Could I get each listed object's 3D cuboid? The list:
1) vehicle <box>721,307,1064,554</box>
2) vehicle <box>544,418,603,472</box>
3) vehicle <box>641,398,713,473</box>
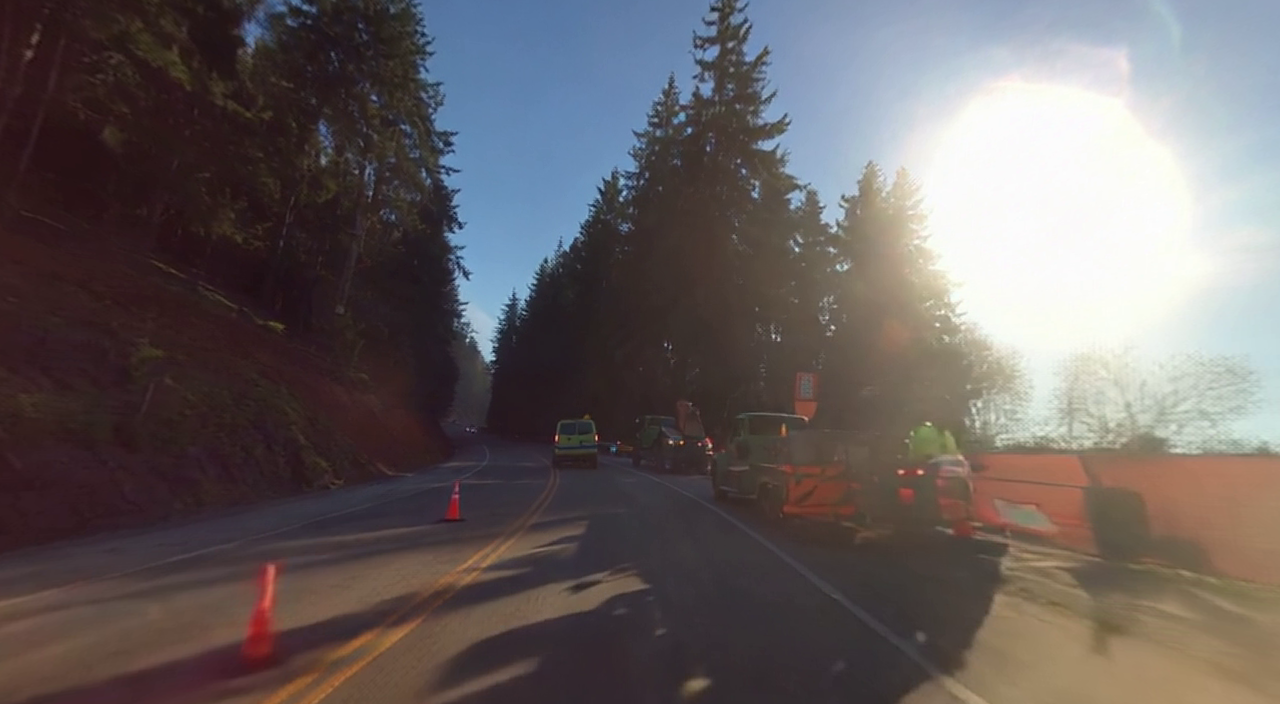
[{"bbox_3d":[3.928,1.589,12.803,3.126,3.310,8.534,0,-8,-2],"label":"vehicle"},{"bbox_3d":[-3.149,4.243,28.901,2.362,2.223,4.892,1,-9,-9],"label":"vehicle"},{"bbox_3d":[1.504,3.706,27.865,2.703,3.066,4.047,0,-9,-3],"label":"vehicle"}]
